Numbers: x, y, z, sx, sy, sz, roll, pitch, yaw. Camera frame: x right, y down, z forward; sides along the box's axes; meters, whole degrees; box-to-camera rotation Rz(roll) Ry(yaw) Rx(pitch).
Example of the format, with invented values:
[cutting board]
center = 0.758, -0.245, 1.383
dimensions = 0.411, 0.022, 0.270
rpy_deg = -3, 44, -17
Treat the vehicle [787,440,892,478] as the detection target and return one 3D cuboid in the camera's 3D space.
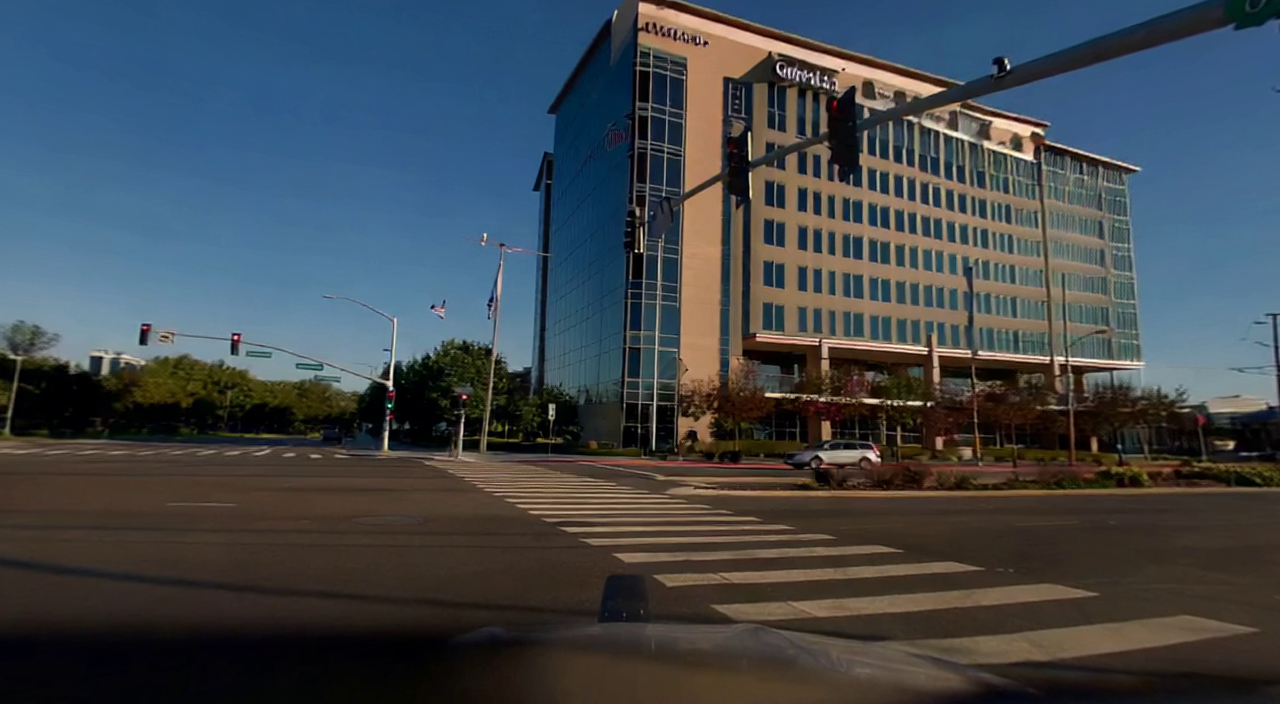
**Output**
[vehicle]
center = 10.075, 5.354, 31.730
dimensions = 4.713, 1.775, 2.030
rpy_deg = 3, -9, -20
